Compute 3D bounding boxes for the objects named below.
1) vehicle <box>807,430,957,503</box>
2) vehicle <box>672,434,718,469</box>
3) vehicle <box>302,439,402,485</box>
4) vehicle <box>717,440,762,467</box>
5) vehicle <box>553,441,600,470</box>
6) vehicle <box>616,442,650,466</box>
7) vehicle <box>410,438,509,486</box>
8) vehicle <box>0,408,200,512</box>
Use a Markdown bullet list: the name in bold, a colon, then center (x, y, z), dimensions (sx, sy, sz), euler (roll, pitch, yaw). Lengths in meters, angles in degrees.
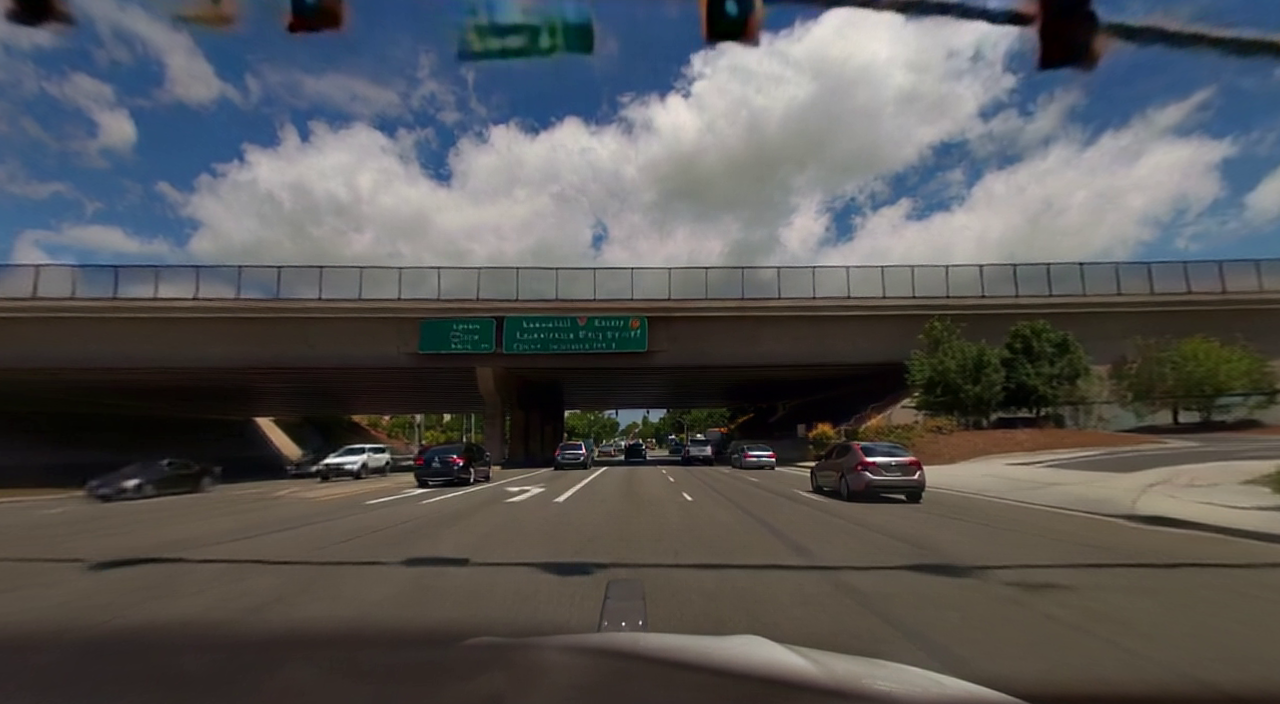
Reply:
- **vehicle**: center (6.045, 2.909, 16.397), dimensions (2.056, 1.624, 4.498), euler (0, -8, -1)
- **vehicle**: center (2.939, 5.440, 34.491), dimensions (2.034, 1.762, 4.420), euler (0, -8, -1)
- **vehicle**: center (-11.775, 4.502, 26.037), dimensions (1.993, 1.718, 4.396), euler (0, -8, 0)
- **vehicle**: center (6.048, 6.242, 38.695), dimensions (1.924, 1.527, 4.268), euler (0, -8, -2)
- **vehicle**: center (-3.351, 5.567, 33.884), dimensions (2.041, 1.466, 4.212), euler (0, -8, 1)
- **vehicle**: center (-0.411, 6.410, 39.603), dimensions (2.026, 1.453, 3.780), euler (0, -8, 0)
- **vehicle**: center (-6.082, 3.740, 21.750), dimensions (2.070, 1.488, 4.376), euler (0, -8, 1)
- **vehicle**: center (-19.167, 3.374, 19.971), dimensions (3.019, 2.822, 10.028), euler (0, -8, 1)
